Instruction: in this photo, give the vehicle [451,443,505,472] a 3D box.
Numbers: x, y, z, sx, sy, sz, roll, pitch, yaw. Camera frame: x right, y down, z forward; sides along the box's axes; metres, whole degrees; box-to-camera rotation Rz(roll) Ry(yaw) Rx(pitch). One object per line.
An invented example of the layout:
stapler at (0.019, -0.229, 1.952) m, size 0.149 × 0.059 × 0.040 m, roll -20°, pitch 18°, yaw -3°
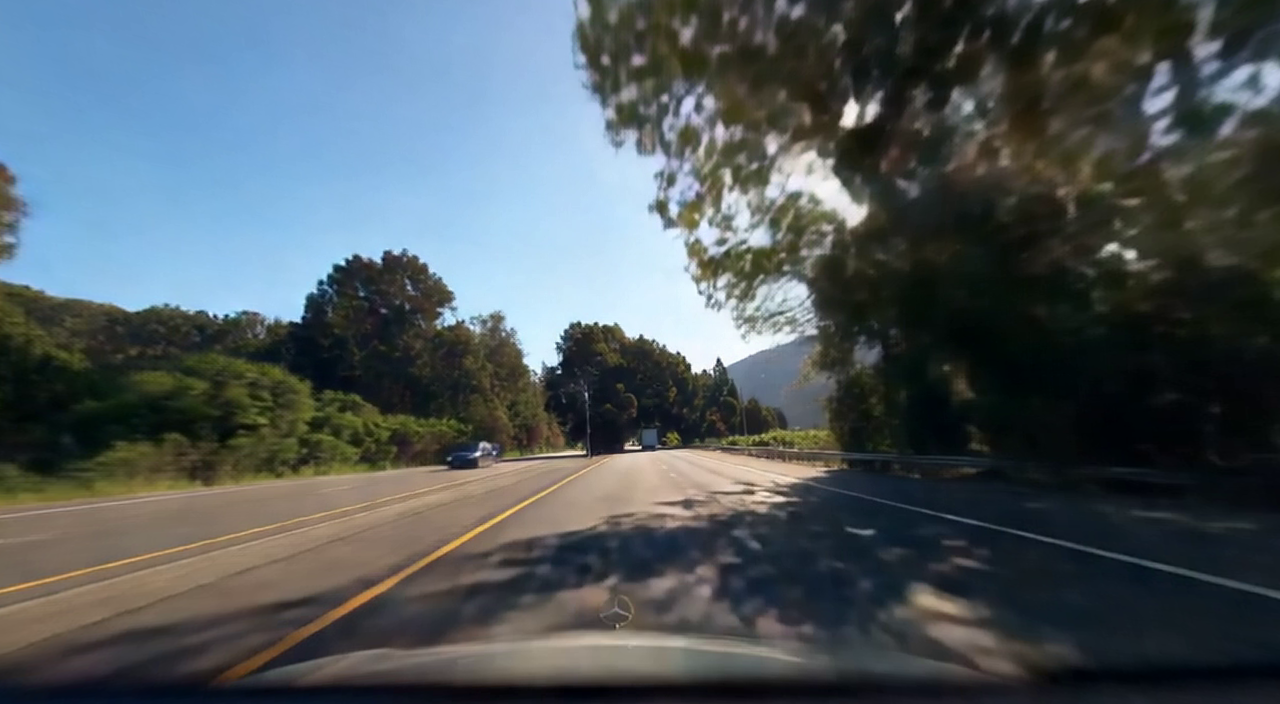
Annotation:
vehicle at (-9.578, 6.255, 37.580) m, size 2.021 × 1.549 × 4.467 m, roll 0°, pitch -8°, yaw -1°
